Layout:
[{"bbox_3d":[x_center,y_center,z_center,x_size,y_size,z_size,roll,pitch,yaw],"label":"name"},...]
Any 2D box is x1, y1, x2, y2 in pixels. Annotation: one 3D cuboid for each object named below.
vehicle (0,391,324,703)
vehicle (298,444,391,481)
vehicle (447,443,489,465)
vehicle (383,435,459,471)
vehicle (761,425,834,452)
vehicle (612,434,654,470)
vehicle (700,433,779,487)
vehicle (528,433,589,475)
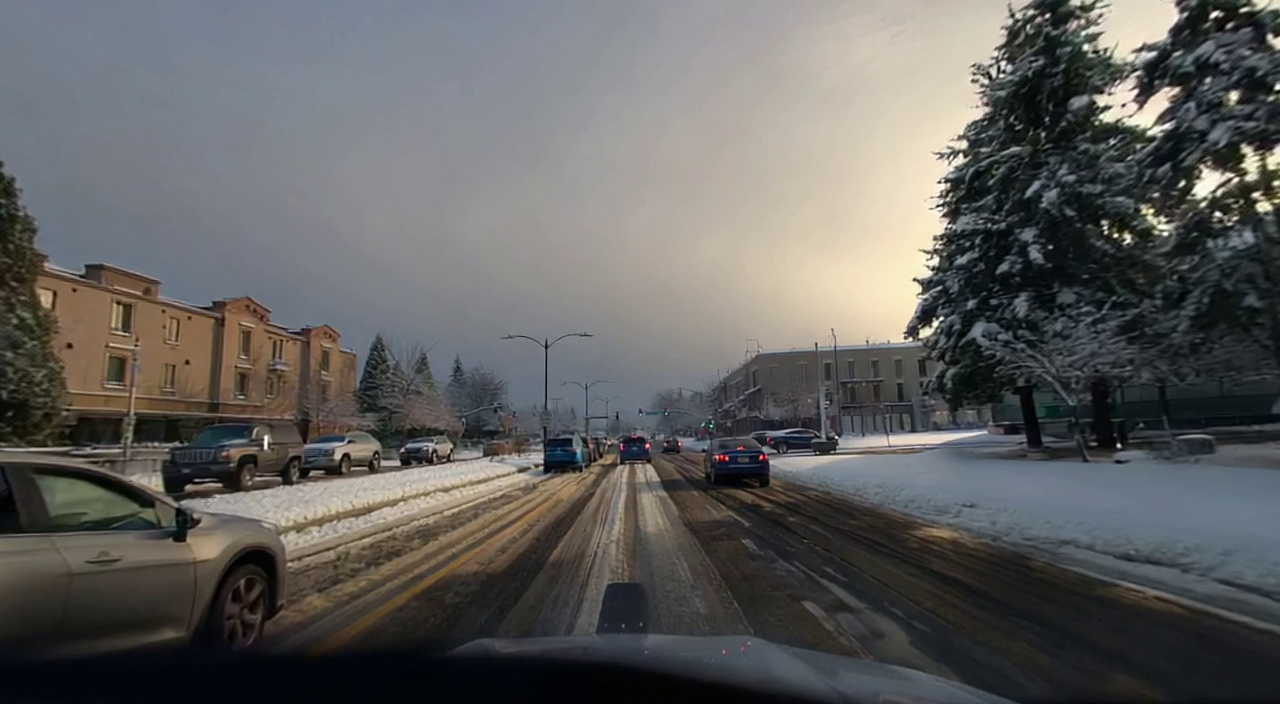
[{"bbox_3d":[-3.268,0.874,2.105,2.094,1.483,4.510,0,-8,-1],"label":"vehicle"},{"bbox_3d":[-12.574,4.713,27.047,1.824,1.447,4.442,0,-8,0],"label":"vehicle"},{"bbox_3d":[-12.465,7.402,45.819,1.843,1.509,4.301,0,-8,0],"label":"vehicle"},{"bbox_3d":[-12.305,5.726,35.823,2.245,1.908,5.613,0,-8,1],"label":"vehicle"},{"bbox_3d":[12.072,6.683,48.252,4.991,1.978,2.090,-8,-12,43],"label":"vehicle"},{"bbox_3d":[-0.324,5.189,32.728,2.022,1.700,4.084,0,-8,0],"label":"vehicle"},{"bbox_3d":[3.097,3.448,20.264,1.847,1.554,3.885,0,-8,-1],"label":"vehicle"},{"bbox_3d":[-3.516,4.536,28.047,2.047,1.710,4.314,0,-8,1],"label":"vehicle"}]
